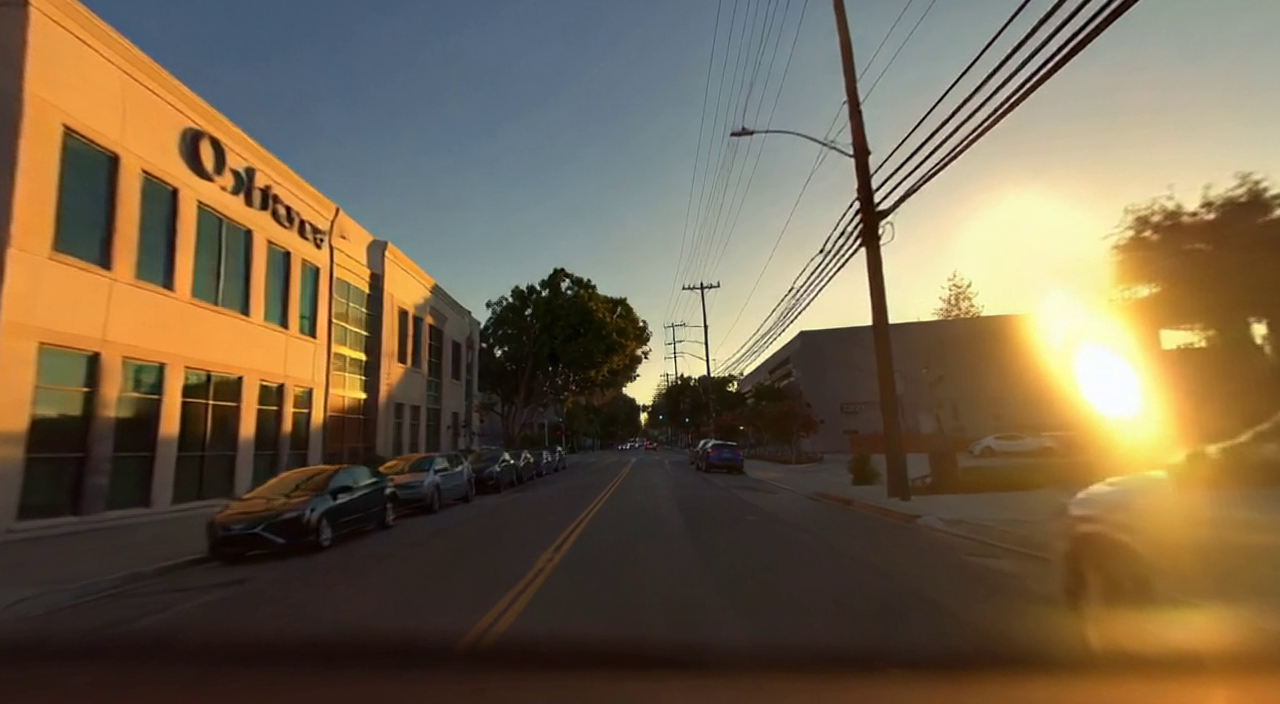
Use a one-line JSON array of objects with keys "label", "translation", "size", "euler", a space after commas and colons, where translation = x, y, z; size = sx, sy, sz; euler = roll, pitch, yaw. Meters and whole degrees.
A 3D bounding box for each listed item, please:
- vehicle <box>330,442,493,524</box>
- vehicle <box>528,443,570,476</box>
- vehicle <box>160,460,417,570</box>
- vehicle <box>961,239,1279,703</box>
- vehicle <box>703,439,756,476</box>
[{"label": "vehicle", "translation": [-5.766, 3.344, 16.849], "size": [2.286, 1.836, 5.088], "euler": [-1, -8, 2]}, {"label": "vehicle", "translation": [-5.641, 6.701, 39.623], "size": [2.126, 1.864, 4.831], "euler": [0, -8, -2]}, {"label": "vehicle", "translation": [-5.922, 2.757, 11.476], "size": [1.982, 1.453, 4.577], "euler": [0, -8, 1]}, {"label": "vehicle", "translation": [3.556, 0.530, 1.372], "size": [2.485, 2.123, 6.029], "euler": [0, -8, 0]}, {"label": "vehicle", "translation": [4.092, 4.910, 29.635], "size": [1.948, 1.607, 4.873], "euler": [0, -8, 2]}]
